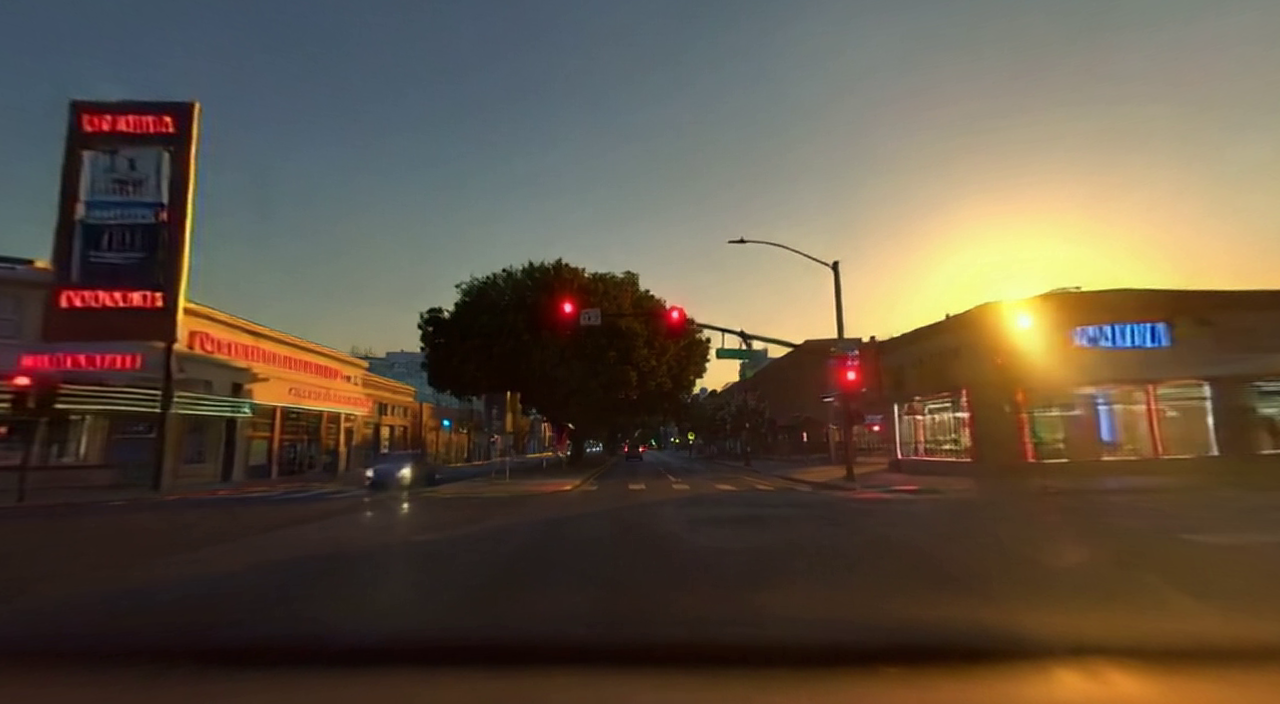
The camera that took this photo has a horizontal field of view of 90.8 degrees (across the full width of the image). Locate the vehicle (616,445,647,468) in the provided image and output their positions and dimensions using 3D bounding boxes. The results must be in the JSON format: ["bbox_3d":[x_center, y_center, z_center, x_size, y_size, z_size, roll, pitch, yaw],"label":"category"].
[{"bbox_3d":[-0.651,7.200,43.796,2.045,1.510,3.690,0,-9,-2],"label":"vehicle"}]

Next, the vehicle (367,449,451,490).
[{"bbox_3d":[-9.046,4.599,25.132,1.777,1.438,4.190,0,-9,0],"label":"vehicle"}]
